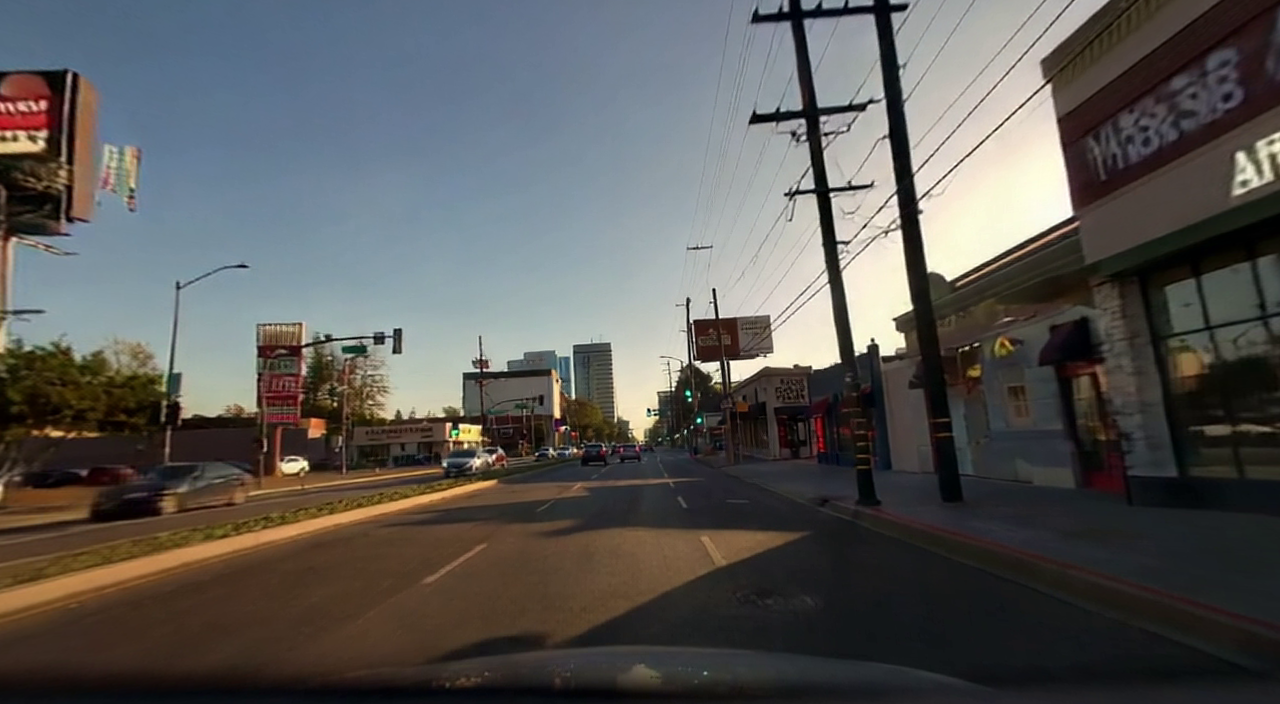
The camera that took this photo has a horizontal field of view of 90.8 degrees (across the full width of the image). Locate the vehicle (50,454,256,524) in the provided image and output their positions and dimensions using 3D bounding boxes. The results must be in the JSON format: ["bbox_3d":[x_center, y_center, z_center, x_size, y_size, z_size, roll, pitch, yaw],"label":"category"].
[{"bbox_3d":[-12.412,3.462,16.585,1.756,1.511,4.474,-1,-9,1],"label":"vehicle"}]

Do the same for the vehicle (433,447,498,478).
[{"bbox_3d":[-9.002,5.731,33.053,2.050,1.457,4.338,-1,-9,2],"label":"vehicle"}]

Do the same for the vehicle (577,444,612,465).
[{"bbox_3d":[-3.101,7.162,44.253,1.962,1.420,4.021,-1,-9,3],"label":"vehicle"}]
